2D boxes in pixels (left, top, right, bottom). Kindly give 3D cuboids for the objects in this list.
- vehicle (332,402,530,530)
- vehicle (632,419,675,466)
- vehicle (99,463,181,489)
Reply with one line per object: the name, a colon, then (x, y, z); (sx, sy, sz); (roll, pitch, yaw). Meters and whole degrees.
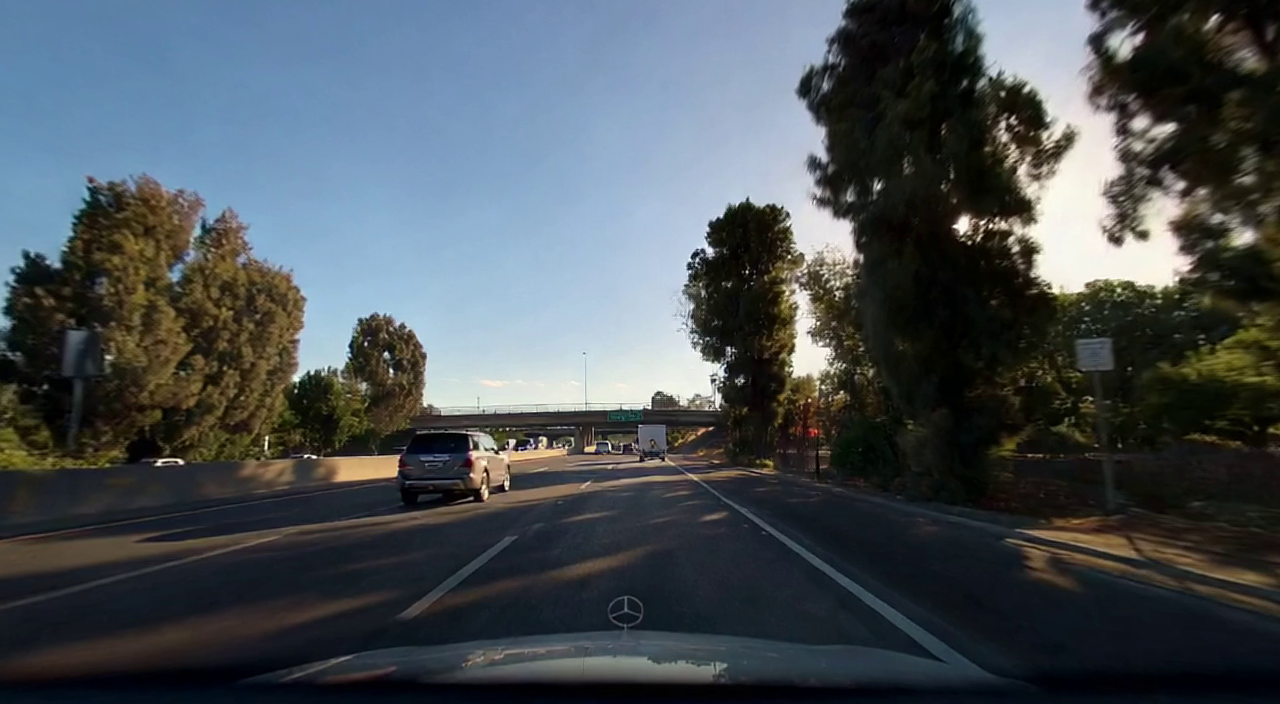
vehicle: (-3.966, 2.322, 13.317); (2.233, 2.093, 5.565); (0, -9, 0)
vehicle: (0.837, 6.480, 44.902); (2.790, 3.075, 7.414); (0, -9, -1)
vehicle: (-35.585, 8.816, 45.015); (1.845, 1.578, 4.857); (0, -9, 0)
